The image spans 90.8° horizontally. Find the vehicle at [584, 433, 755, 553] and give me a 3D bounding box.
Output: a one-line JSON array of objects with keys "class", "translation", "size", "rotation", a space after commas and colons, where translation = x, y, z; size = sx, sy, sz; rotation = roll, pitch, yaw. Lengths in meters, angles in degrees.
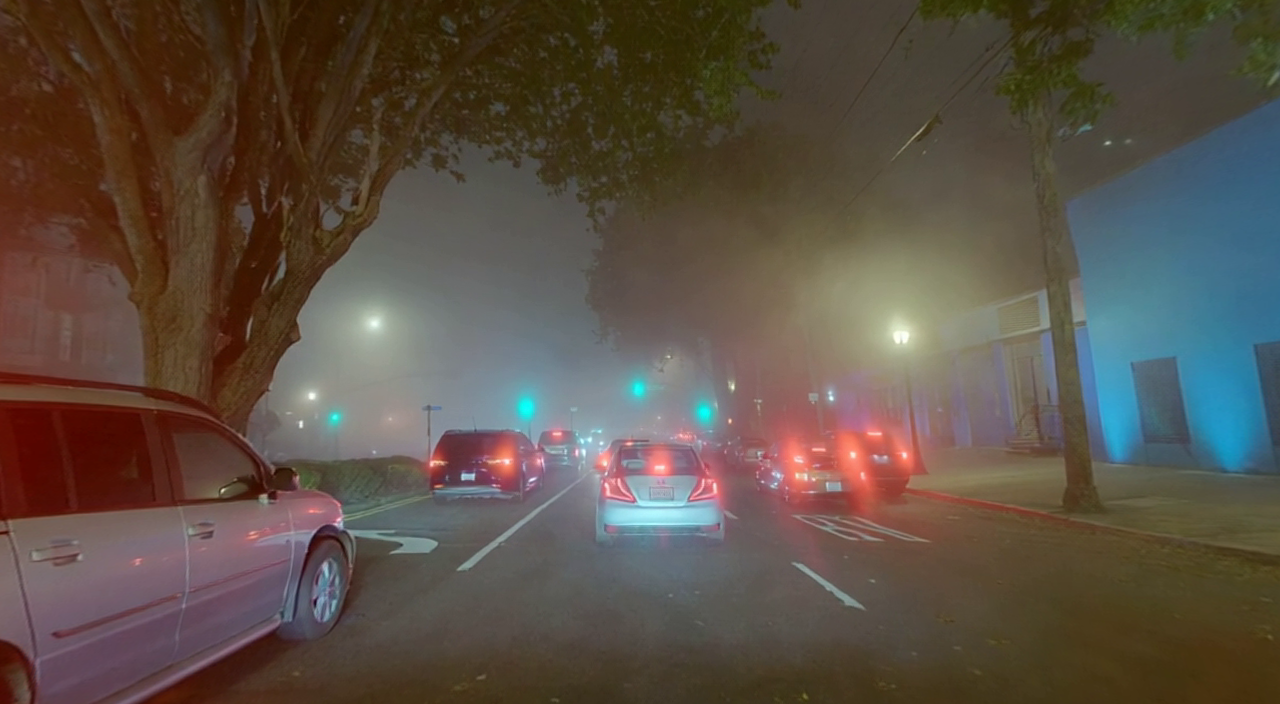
[{"class": "vehicle", "translation": [0.273, 2.017, 9.722], "size": [2.095, 1.438, 3.843], "rotation": [0, -9, -3]}]

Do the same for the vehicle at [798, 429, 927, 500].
[{"class": "vehicle", "translation": [6.339, 3.253, 18.684], "size": [2.025, 1.808, 4.579], "rotation": [0, -9, -2]}]

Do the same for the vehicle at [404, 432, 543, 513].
[{"class": "vehicle", "translation": [-3.511, 2.627, 14.297], "size": [1.901, 1.522, 4.556], "rotation": [0, -9, 0]}]

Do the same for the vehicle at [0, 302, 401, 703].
[{"class": "vehicle", "translation": [-3.269, 0.930, 3.394], "size": [2.152, 1.802, 4.628], "rotation": [0, -9, 0]}]
